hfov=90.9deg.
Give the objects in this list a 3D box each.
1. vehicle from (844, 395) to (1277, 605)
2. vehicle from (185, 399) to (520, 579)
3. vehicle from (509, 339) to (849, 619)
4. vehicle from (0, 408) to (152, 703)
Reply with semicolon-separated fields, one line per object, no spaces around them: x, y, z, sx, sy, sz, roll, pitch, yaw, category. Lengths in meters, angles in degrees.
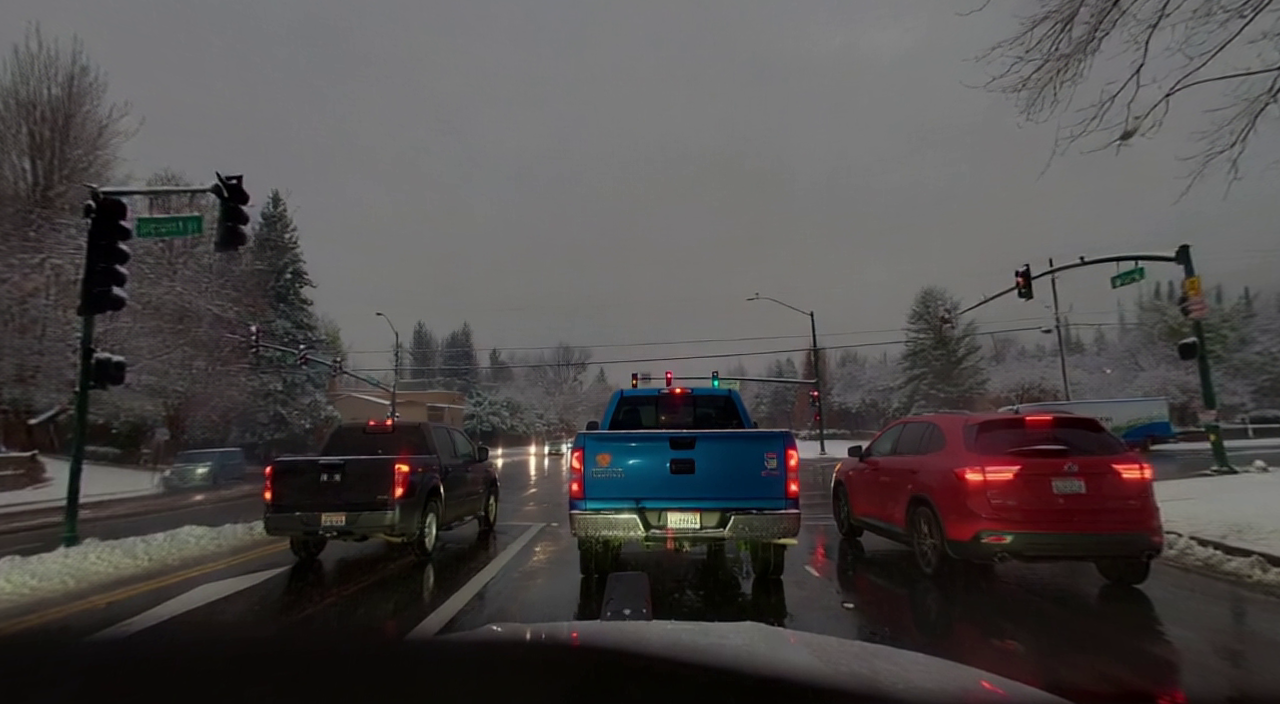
4.040;1.487;7.188;1.984;1.659;4.226;0;-8;0;vehicle
-3.286;1.685;8.589;2.125;1.739;4.707;0;-8;3;vehicle
0.327;1.281;7.162;2.505;2.084;4.768;0;-8;1;vehicle
-3.393;0.708;0.654;1.998;1.481;4.656;0;-8;1;vehicle
